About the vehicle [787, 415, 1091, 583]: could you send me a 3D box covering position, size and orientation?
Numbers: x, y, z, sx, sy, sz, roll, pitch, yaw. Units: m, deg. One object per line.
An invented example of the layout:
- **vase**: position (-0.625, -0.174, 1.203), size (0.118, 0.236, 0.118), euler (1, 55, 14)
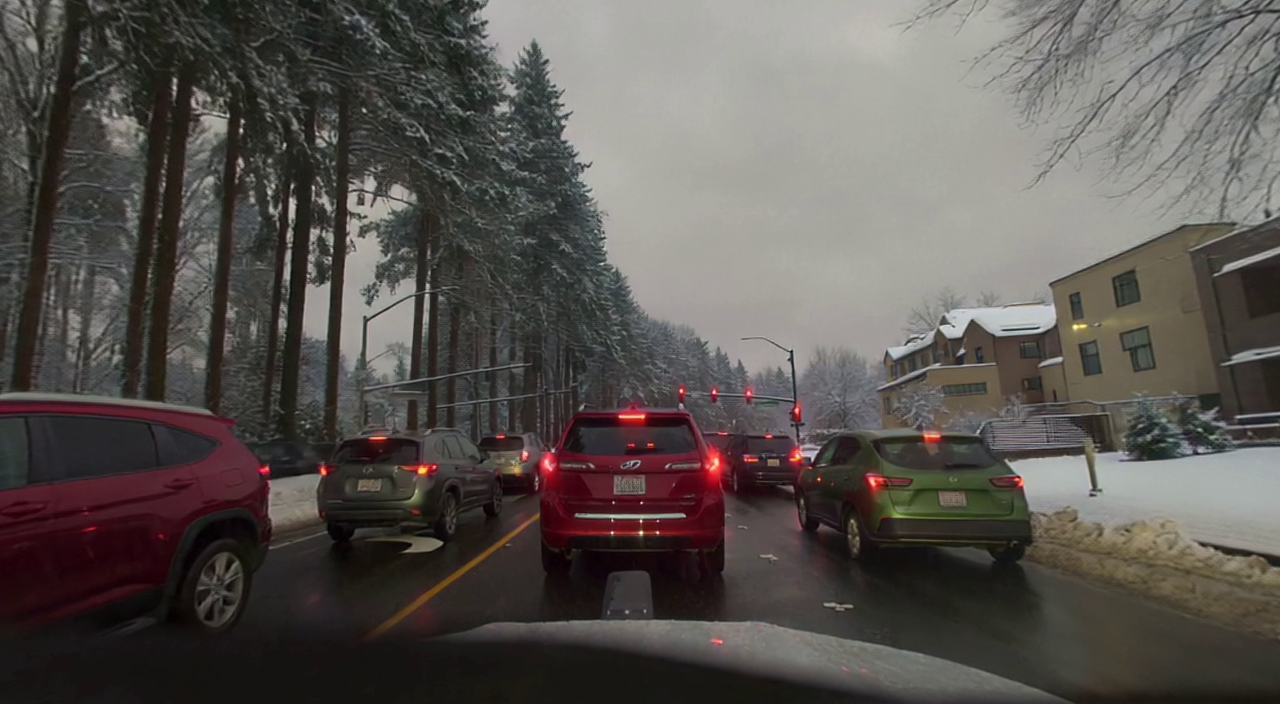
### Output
- **vehicle**: position (3.275, 1.670, 7.872), size (1.922, 1.579, 3.642), euler (0, -8, -1)

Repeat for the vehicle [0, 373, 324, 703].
- **vehicle**: position (-3.776, 0.995, 3.295), size (1.929, 1.641, 4.193), euler (0, -8, 2)

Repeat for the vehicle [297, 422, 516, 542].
- **vehicle**: position (-3.657, 2.112, 10.917), size (2.042, 1.641, 4.314), euler (0, -8, 1)

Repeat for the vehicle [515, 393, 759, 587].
- **vehicle**: position (-0.009, 1.549, 7.797), size (2.193, 1.744, 4.033), euler (0, -8, 1)
